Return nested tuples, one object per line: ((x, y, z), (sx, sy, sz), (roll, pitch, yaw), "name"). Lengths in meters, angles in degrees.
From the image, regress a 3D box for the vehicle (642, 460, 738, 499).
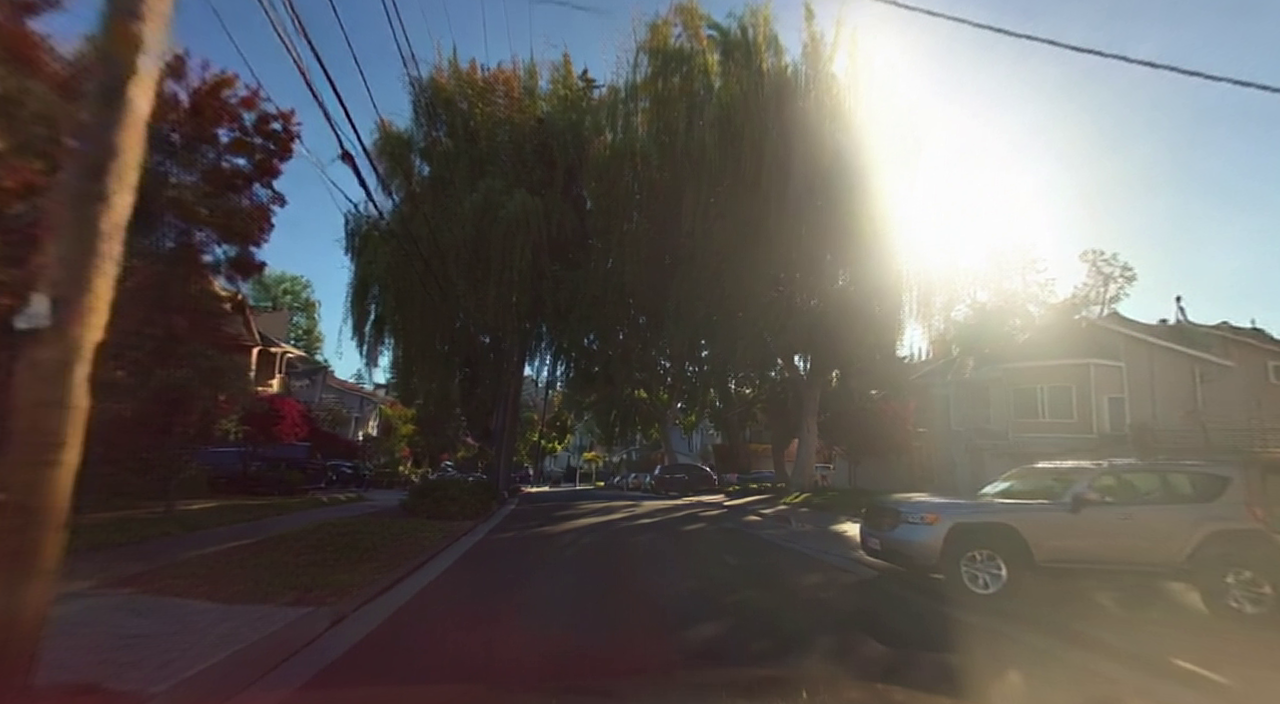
((2.445, 6.320, 31.547), (4.413, 1.728, 1.869), (1, -8, -9), "vehicle")

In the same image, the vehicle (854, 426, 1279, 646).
((5.034, 1.958, 7.032), (4.501, 1.678, 2.078), (7, -9, -1), "vehicle")
